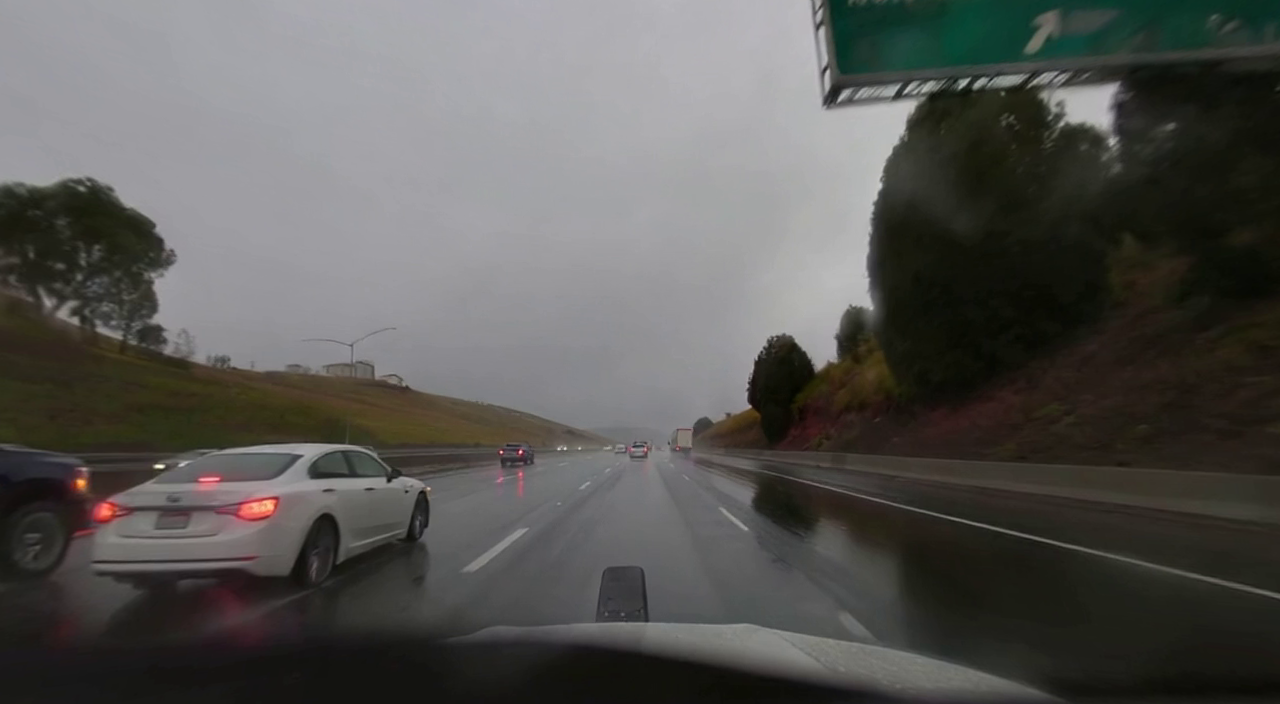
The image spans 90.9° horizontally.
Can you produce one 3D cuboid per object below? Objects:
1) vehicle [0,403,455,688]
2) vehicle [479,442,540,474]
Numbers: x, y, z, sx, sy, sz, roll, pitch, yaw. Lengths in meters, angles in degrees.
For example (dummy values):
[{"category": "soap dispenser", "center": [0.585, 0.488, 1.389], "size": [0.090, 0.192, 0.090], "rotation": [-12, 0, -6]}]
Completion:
[{"category": "vehicle", "center": [-3.497, 1.399, 5.808], "size": [2.091, 1.552, 4.516], "rotation": [0, -8, 2]}, {"category": "vehicle", "center": [-6.800, 5.576, 33.503], "size": [2.047, 1.532, 4.980], "rotation": [0, -8, 1]}]
